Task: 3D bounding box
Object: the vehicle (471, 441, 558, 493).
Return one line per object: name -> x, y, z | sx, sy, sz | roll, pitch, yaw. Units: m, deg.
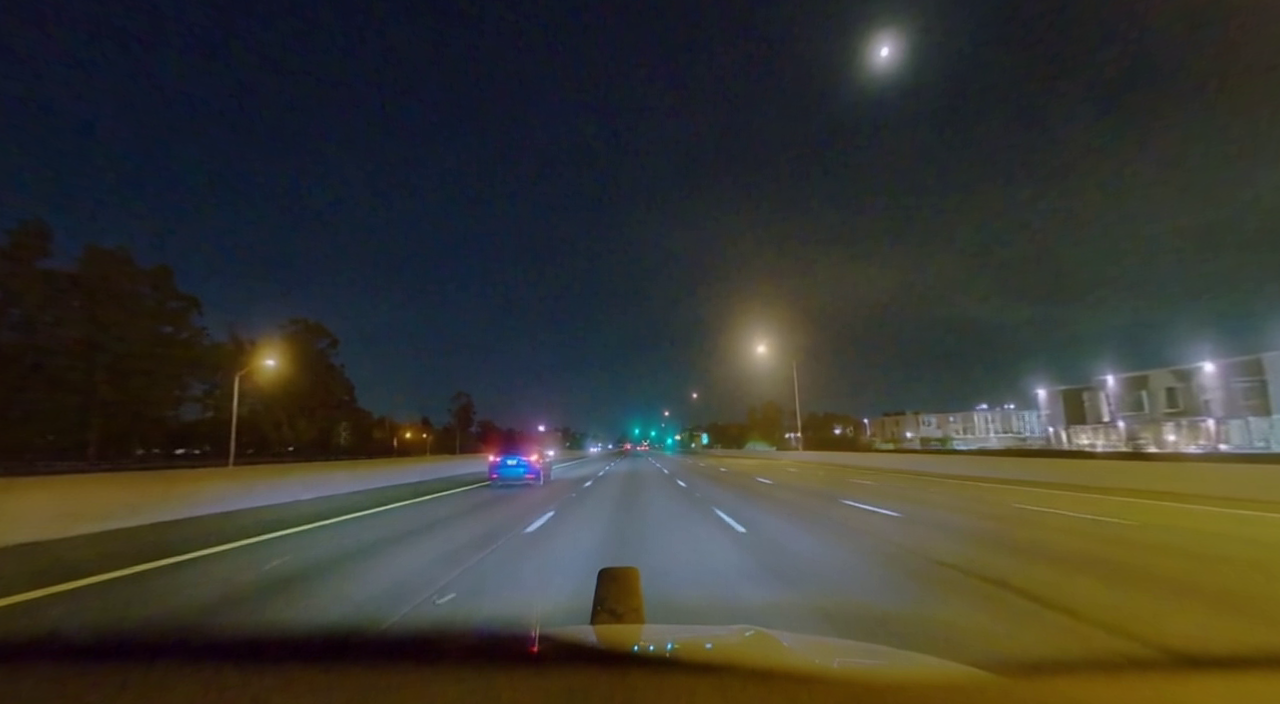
vehicle -> -3.899, 3.644, 20.424 | 1.900, 1.492, 4.495 | 0, -9, 0
